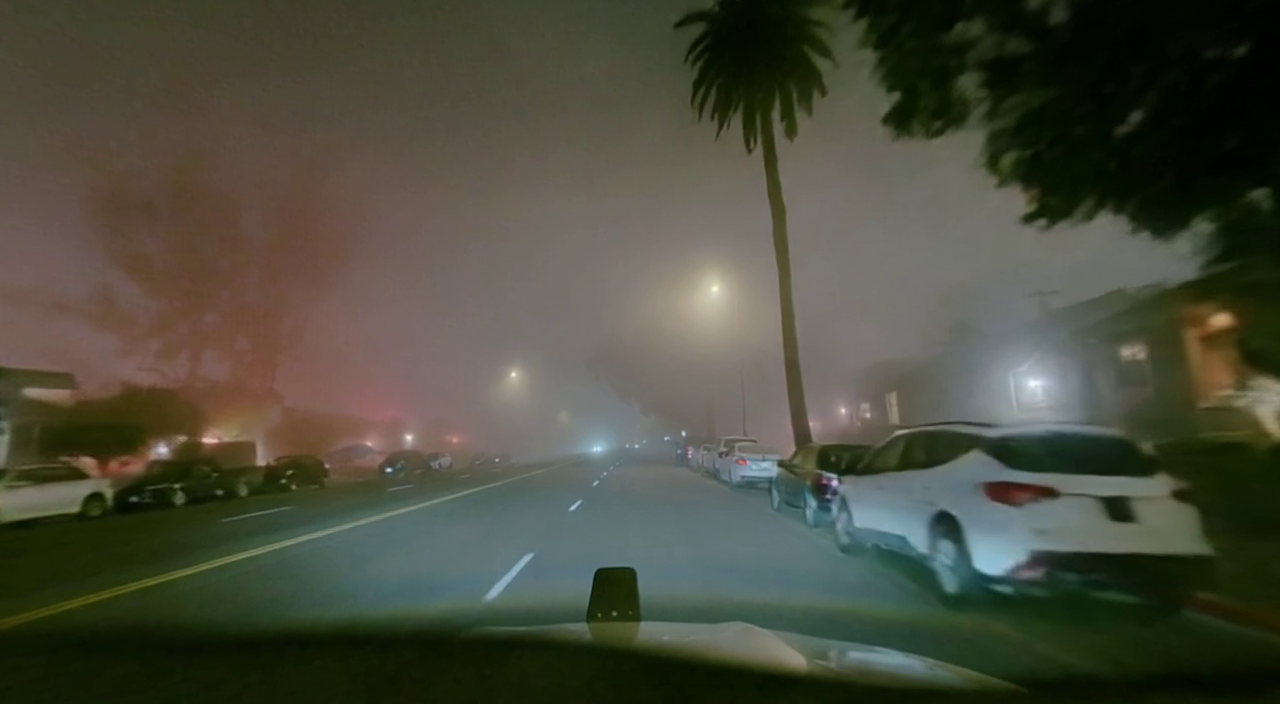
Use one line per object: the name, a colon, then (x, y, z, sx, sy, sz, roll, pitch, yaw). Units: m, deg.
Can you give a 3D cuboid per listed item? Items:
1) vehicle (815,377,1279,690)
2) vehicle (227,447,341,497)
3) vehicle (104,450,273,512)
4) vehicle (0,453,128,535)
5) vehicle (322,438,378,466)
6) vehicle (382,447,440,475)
vehicle: (3.591, 1.383, 6.167, 2.221, 1.718, 5.192, 0, -9, -1)
vehicle: (-13.657, 4.569, 24.578, 1.876, 1.610, 4.467, -1, -7, -1)
vehicle: (-13.516, 3.836, 19.360, 1.899, 1.474, 4.529, -1, -7, -1)
vehicle: (-13.500, 2.940, 13.194, 1.921, 1.498, 4.460, 0, -7, -1)
vehicle: (-20.941, 7.243, 45.842, 1.957, 1.871, 4.515, 0, -9, 0)
vehicle: (-13.819, 6.573, 38.406, 1.970, 1.525, 4.420, 0, -7, -2)
